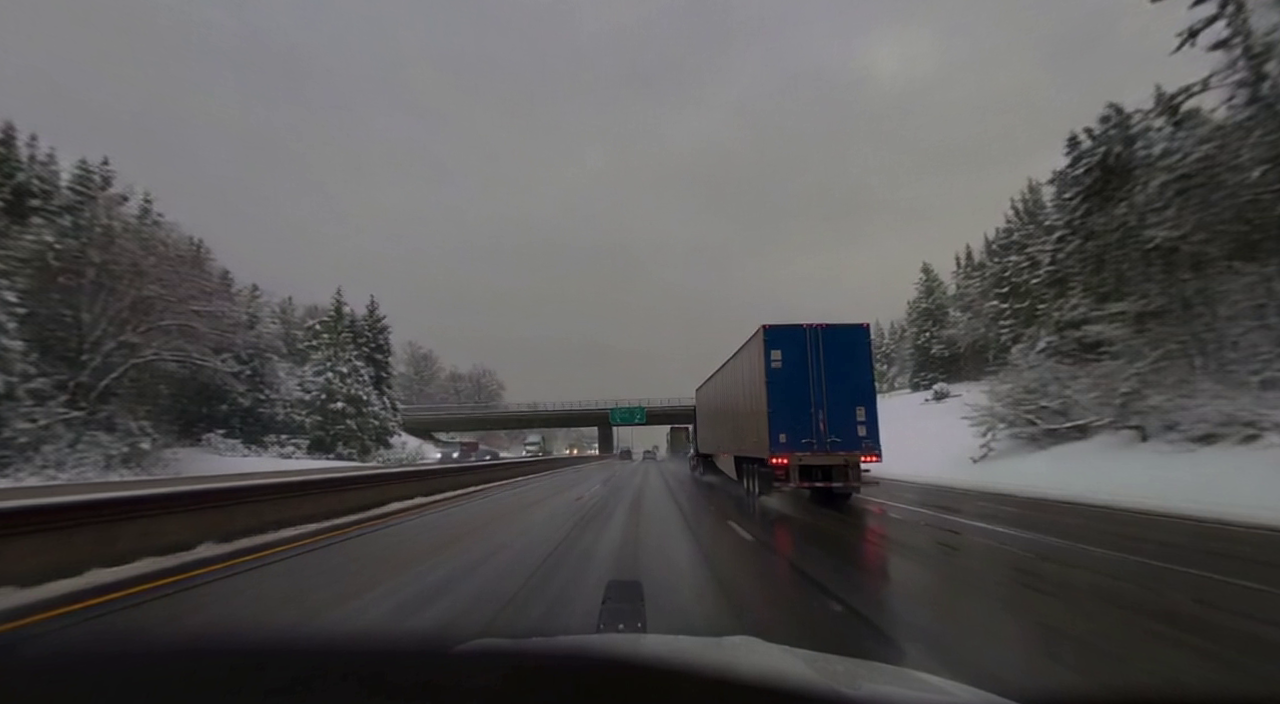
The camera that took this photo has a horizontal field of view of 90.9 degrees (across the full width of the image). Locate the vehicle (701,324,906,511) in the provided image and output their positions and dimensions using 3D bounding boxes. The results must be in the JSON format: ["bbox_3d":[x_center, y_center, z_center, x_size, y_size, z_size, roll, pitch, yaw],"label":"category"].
[{"bbox_3d":[4.195,2.469,20.741,2.825,4.054,14.210,0,-9,0],"label":"vehicle"}]
